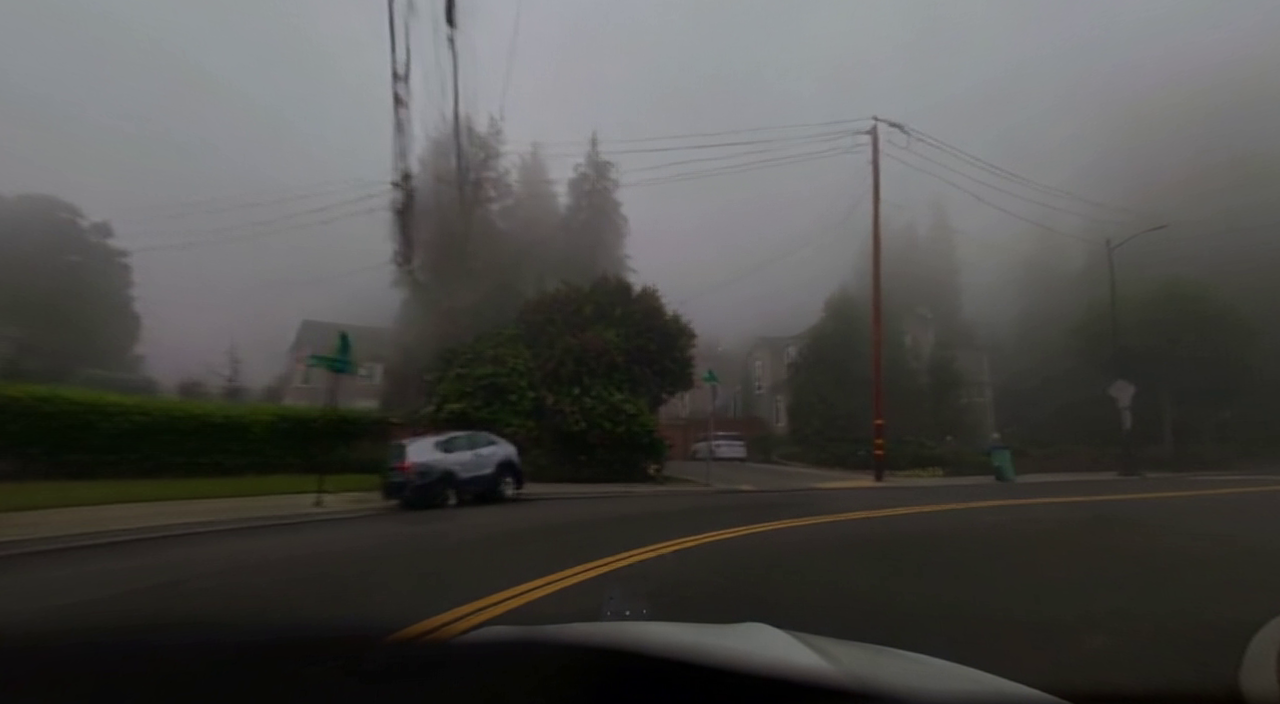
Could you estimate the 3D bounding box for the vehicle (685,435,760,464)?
[{"bbox_3d":[4.637,5.481,35.641,3.784,1.532,1.650,1,-8,-14],"label":"vehicle"}]
